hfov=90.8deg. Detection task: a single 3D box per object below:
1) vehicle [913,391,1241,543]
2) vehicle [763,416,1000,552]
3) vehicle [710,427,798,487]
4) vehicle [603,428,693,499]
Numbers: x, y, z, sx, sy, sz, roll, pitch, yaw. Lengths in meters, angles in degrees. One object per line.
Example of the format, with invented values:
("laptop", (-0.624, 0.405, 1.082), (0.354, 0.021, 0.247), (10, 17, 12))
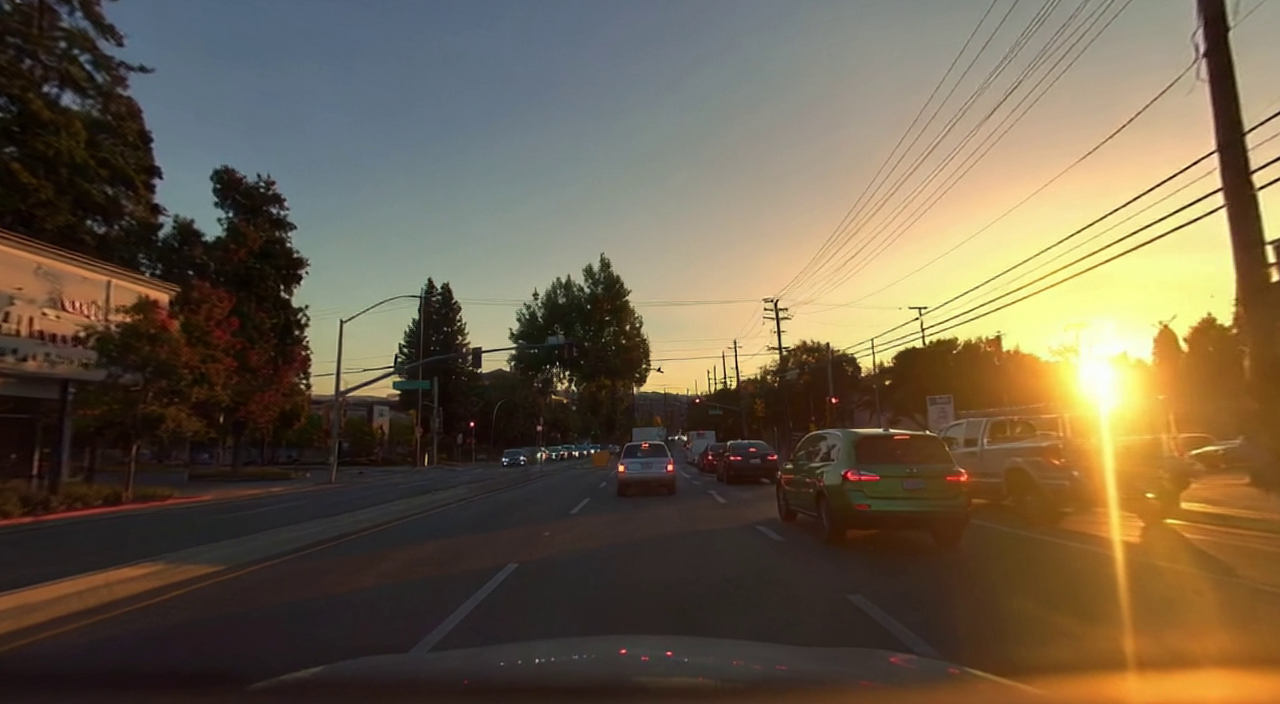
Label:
("vehicle", (6.687, 1.833, 10.575), (2.080, 1.958, 4.653), (0, -9, -1))
("vehicle", (3.328, 1.910, 9.812), (1.998, 1.620, 4.267), (0, -9, 0))
("vehicle", (3.711, 3.547, 21.548), (2.060, 1.789, 4.712), (0, -9, -1))
("vehicle", (0.197, 2.987, 17.234), (2.149, 1.668, 3.962), (0, -9, 0))
